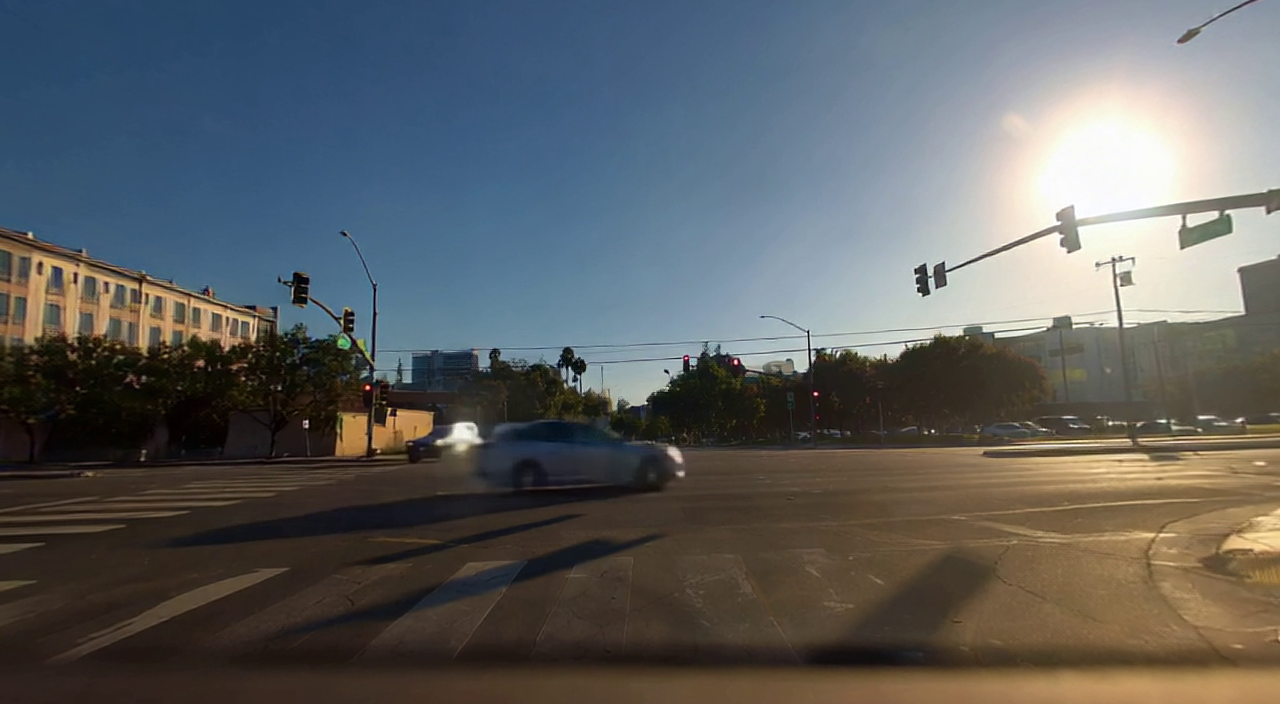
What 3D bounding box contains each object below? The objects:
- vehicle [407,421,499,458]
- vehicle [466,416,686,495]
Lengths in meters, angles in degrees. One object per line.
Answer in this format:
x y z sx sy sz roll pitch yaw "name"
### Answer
-10.290 4.912 35.185 2.000 1.864 5.044 -4 -9 26 "vehicle"
-1.509 2.431 15.025 4.854 1.684 1.945 1 -9 -10 "vehicle"
